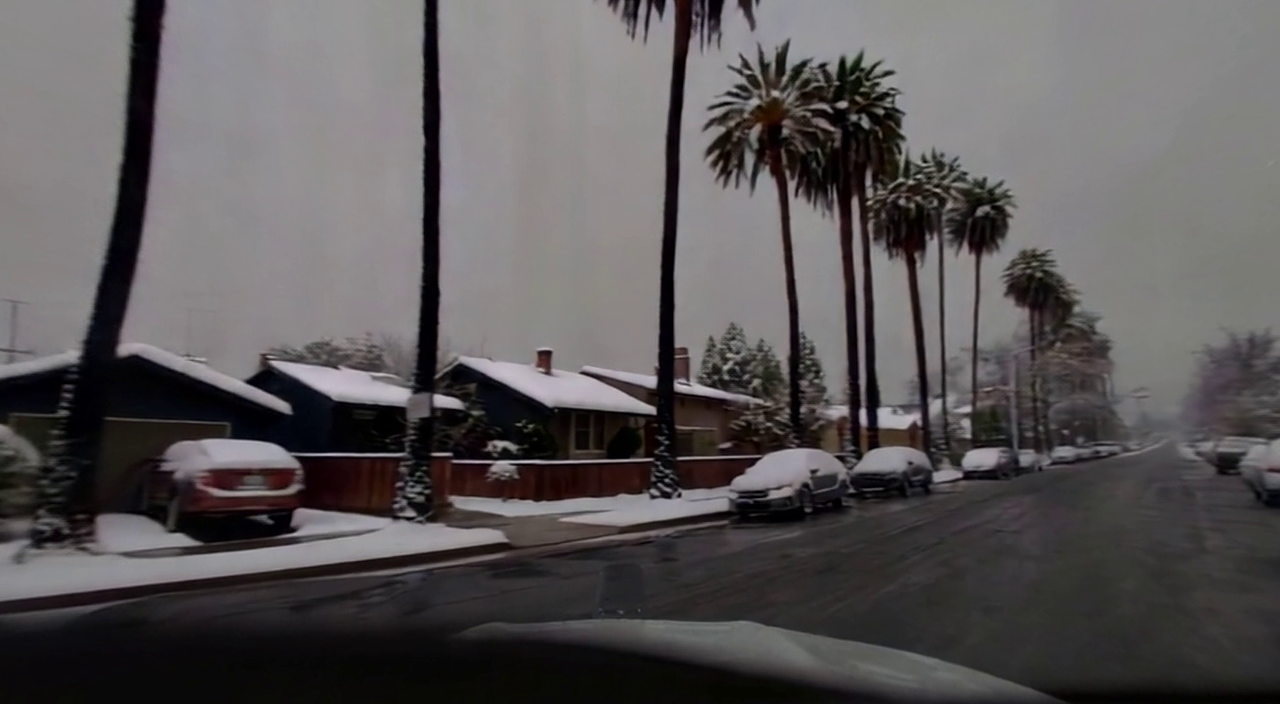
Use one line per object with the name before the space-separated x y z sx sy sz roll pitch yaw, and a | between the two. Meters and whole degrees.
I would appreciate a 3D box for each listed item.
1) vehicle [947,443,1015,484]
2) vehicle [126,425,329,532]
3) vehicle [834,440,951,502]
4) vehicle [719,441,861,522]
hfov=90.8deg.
vehicle | 16.658 5.393 30.765 1.947 1.803 4.381 -8 -12 38
vehicle | -7.863 2.275 11.927 4.057 1.630 2.134 -8 -11 42
vehicle | 8.669 3.918 21.391 2.020 1.819 5.168 -8 -11 40
vehicle | 3.755 3.048 15.449 1.816 1.697 3.777 -7 -11 39
